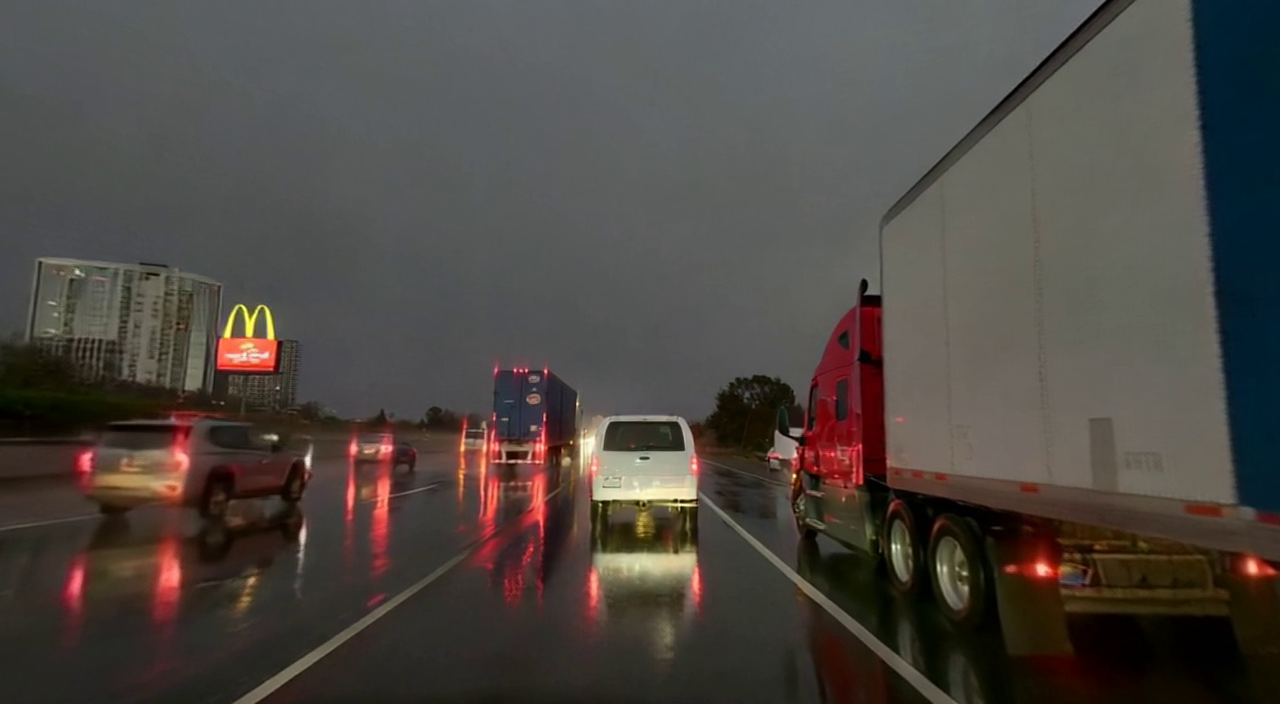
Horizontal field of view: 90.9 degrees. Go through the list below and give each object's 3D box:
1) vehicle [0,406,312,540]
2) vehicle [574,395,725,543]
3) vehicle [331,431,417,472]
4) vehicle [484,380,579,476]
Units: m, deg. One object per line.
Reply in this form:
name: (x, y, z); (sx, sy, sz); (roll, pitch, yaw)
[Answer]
vehicle: (-7.447, 1.904, 10.400); (1.854, 1.740, 4.151); (0, -9, -1)
vehicle: (0.072, 1.824, 10.264); (1.947, 1.910, 4.040); (0, -9, -2)
vehicle: (-11.893, 4.491, 28.574); (1.915, 1.710, 4.670); (0, -9, -1)
vehicle: (-4.379, 3.407, 27.370); (2.814, 3.513, 8.529); (0, -9, -2)
